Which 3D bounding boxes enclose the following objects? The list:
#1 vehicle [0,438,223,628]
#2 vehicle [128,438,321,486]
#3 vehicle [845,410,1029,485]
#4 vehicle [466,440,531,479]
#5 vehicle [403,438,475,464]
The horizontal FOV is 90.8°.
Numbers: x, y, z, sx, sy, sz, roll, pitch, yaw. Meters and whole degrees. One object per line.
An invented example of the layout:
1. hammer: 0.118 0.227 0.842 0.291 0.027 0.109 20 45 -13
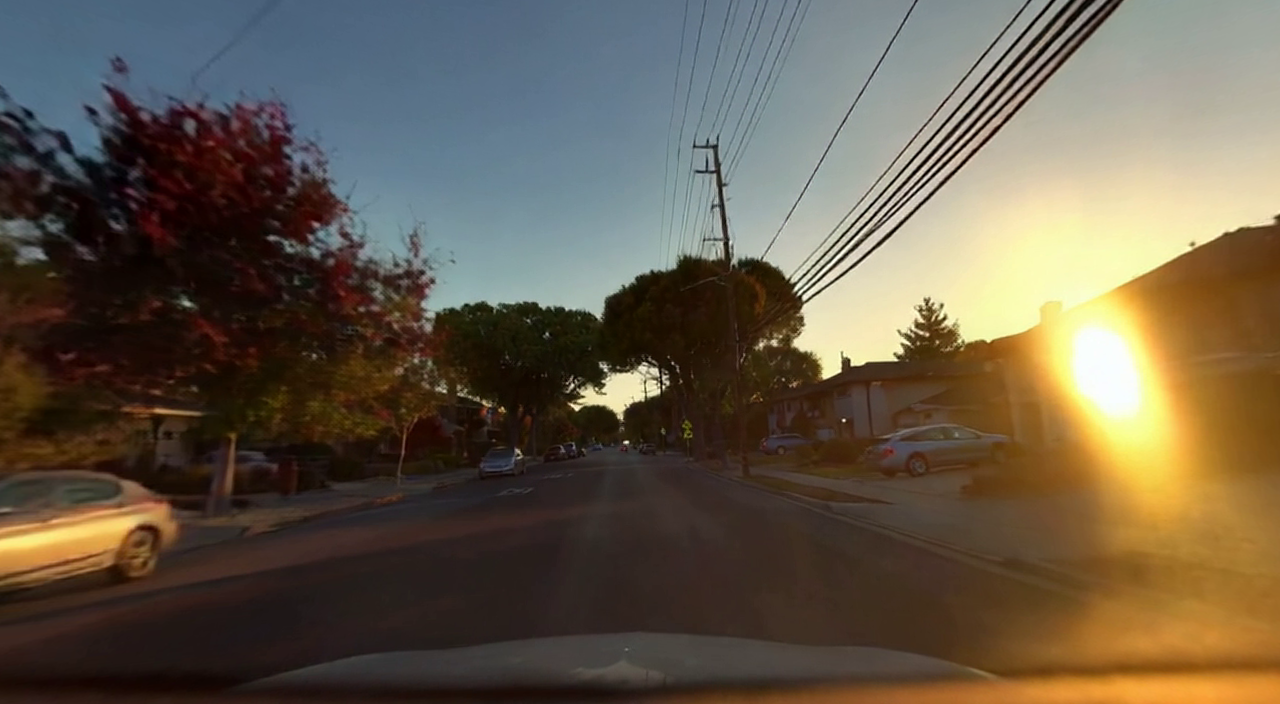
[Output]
1. vehicle: -6.342 1.657 5.789 2.022 1.550 4.669 -4 -8 -2
2. vehicle: -14.822 3.936 22.807 5.395 1.615 2.132 0 -9 -2
3. vehicle: 9.599 3.096 20.679 4.822 1.864 2.100 -4 -8 -6
4. vehicle: -7.064 5.441 32.179 2.162 1.757 5.201 -2 -9 -1
5. vehicle: -14.827 7.328 46.845 4.543 1.824 2.379 0 -9 -3
